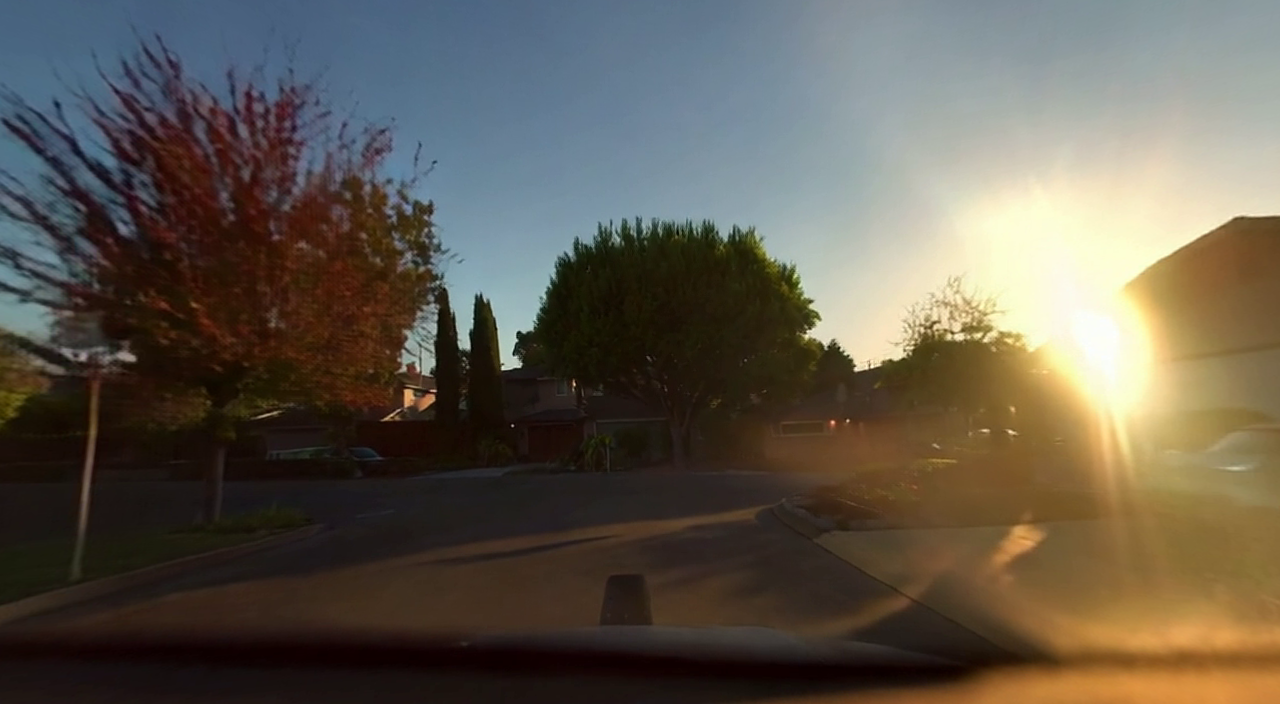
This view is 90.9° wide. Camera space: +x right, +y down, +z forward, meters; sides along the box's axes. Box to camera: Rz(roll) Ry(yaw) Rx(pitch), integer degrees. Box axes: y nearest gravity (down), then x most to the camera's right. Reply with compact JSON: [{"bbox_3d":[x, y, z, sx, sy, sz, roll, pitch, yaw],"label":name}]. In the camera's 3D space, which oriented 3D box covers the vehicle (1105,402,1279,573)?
[{"bbox_3d":[8.887,1.572,7.535,4.801,1.788,2.073,-1,-9,6],"label":"vehicle"}]
